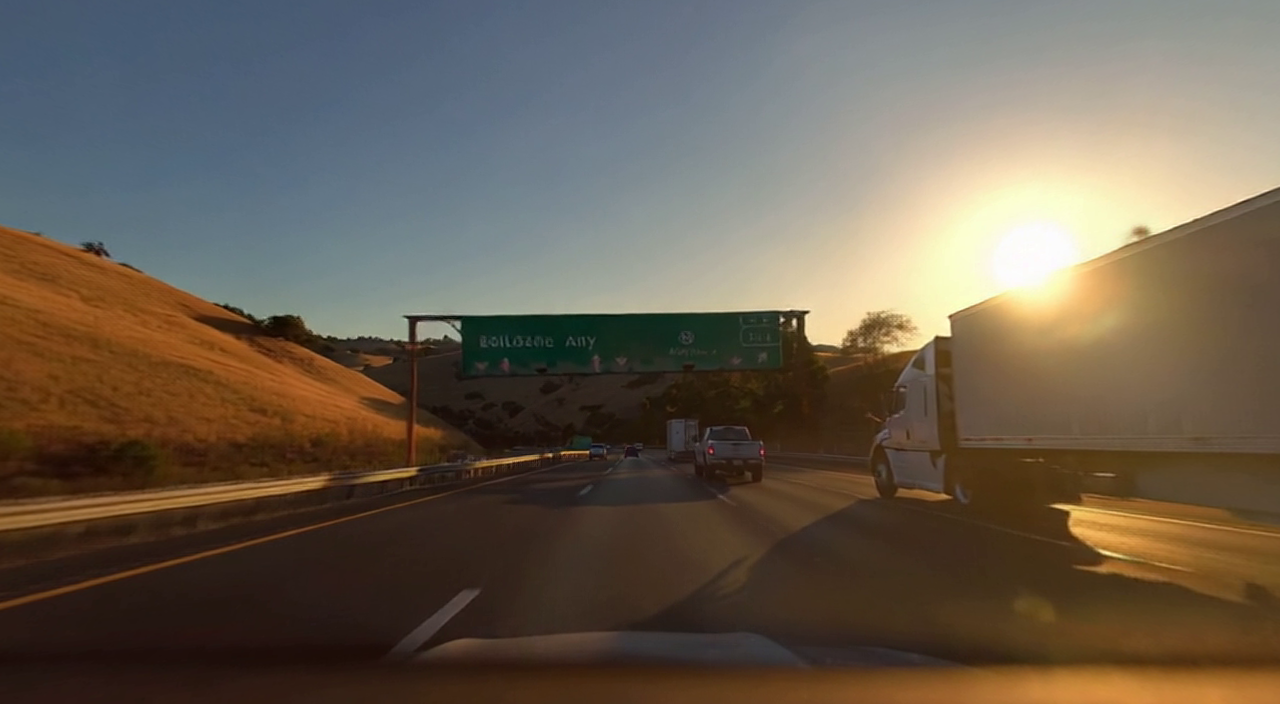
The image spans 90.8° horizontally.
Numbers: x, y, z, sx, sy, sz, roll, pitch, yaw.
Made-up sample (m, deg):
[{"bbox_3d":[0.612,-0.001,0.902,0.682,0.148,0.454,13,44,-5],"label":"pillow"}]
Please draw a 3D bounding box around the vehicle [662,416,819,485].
[{"bbox_3d":[3.409,3.478,22.384,5.075,2.277,2.365,0,-9,-3],"label":"vehicle"}]

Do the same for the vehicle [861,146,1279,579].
[{"bbox_3d":[7.729,0.598,9.456,2.935,4.187,16.357,0,-9,0],"label":"vehicle"}]
